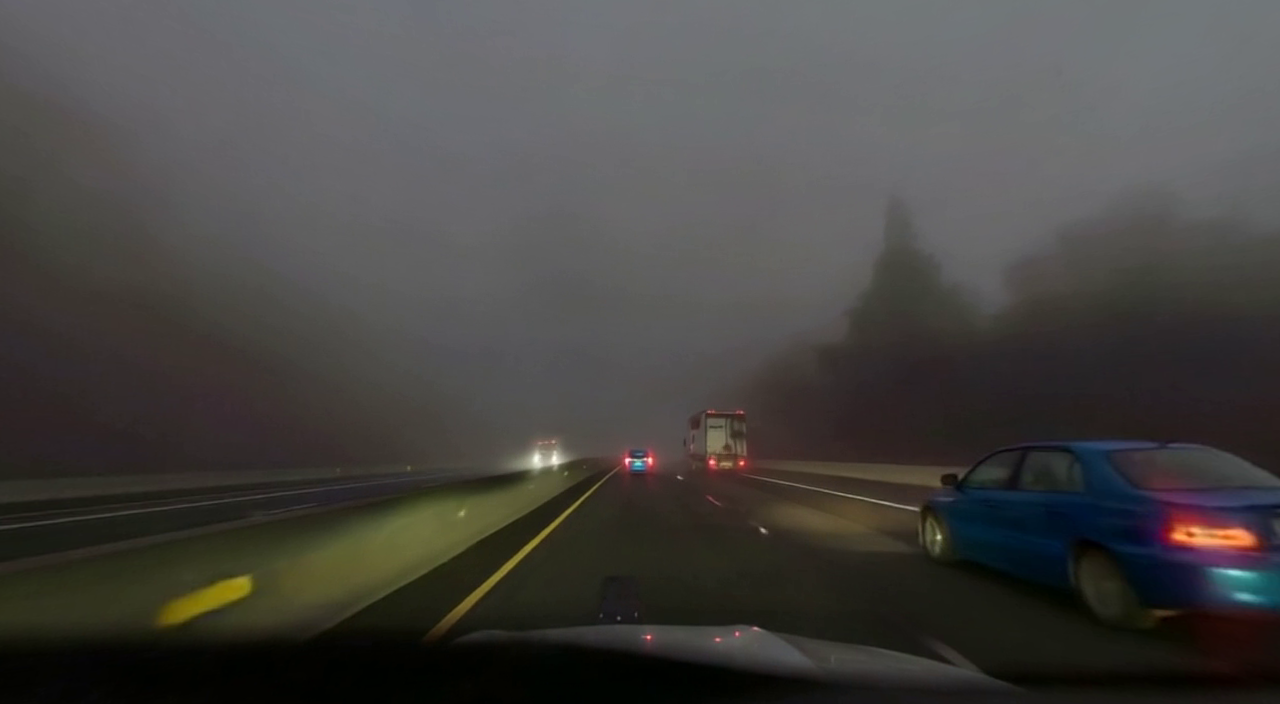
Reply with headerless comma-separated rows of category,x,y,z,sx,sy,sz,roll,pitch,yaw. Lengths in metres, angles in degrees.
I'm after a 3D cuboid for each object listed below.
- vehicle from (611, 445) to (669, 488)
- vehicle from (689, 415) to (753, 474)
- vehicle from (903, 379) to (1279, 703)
vehicle,-0.022,4.418,24.485,2.066,1.490,3.759,0,-9,-1
vehicle,4.657,5.575,37.641,2.791,3.201,7.145,-1,-9,0
vehicle,3.868,1.184,4.697,1.953,1.540,4.101,0,-9,-1
